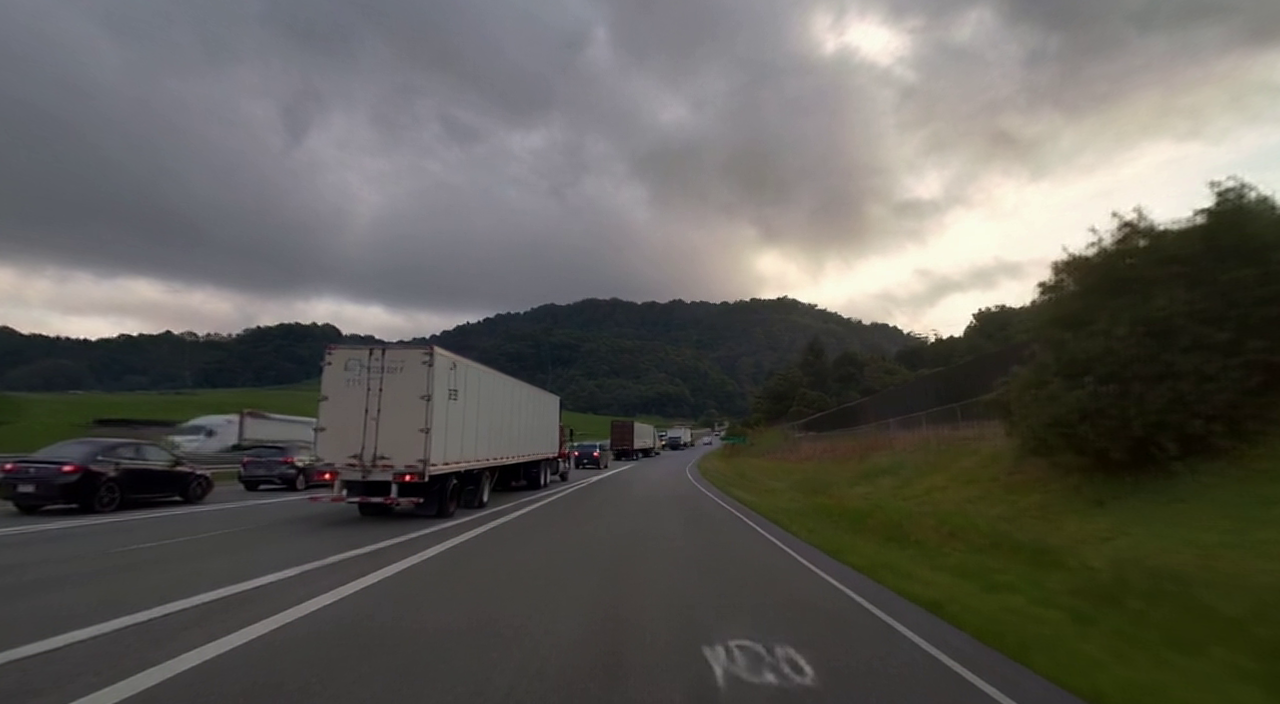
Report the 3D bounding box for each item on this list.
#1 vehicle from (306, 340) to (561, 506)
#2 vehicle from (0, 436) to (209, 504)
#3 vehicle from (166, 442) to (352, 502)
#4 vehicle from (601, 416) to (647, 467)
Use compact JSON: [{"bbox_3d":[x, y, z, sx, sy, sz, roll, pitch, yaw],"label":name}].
[{"bbox_3d":[-5.998,2.824,22.701,2.848,4.067,14.314,-1,-9,7],"label":"vehicle"},{"bbox_3d":[-14.873,3.265,17.822,1.943,1.662,4.283,-1,-9,7],"label":"vehicle"},{"bbox_3d":[-10.814,3.421,18.433,1.925,1.493,4.864,-1,-9,8],"label":"vehicle"},{"bbox_3d":[-1.039,6.835,47.548,2.968,3.439,10.174,0,-9,1],"label":"vehicle"}]
